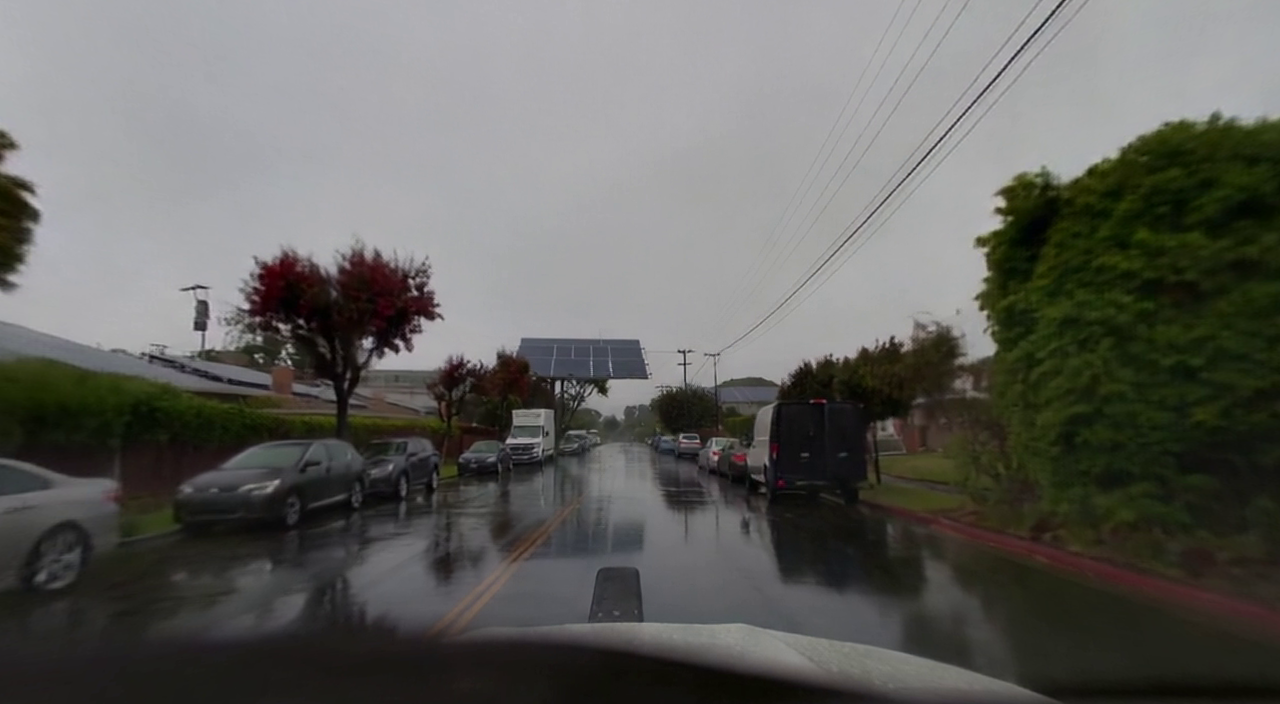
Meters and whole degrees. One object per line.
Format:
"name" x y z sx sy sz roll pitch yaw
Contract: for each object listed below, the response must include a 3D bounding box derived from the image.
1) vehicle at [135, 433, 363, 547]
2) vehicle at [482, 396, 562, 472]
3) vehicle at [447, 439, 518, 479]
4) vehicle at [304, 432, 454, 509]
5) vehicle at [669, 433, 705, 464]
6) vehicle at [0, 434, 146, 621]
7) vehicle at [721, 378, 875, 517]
"vehicle" -6.269 2.174 10.627 1.758 1.519 3.396 -2 -7 -2
"vehicle" -6.249 4.512 34.721 2.896 3.648 8.004 0 -8 0
"vehicle" -6.383 4.336 25.972 1.921 1.470 4.068 0 -8 -1
"vehicle" -6.174 2.833 15.559 1.818 1.563 4.483 -2 -8 0
"vehicle" 2.989 6.270 41.210 1.965 1.855 4.677 0 -8 0
"vehicle" -6.239 1.443 4.435 1.901 1.472 4.676 -2 -5 -2
"vehicle" 3.256 2.070 14.173 2.215 2.542 4.550 -2 -7 0
